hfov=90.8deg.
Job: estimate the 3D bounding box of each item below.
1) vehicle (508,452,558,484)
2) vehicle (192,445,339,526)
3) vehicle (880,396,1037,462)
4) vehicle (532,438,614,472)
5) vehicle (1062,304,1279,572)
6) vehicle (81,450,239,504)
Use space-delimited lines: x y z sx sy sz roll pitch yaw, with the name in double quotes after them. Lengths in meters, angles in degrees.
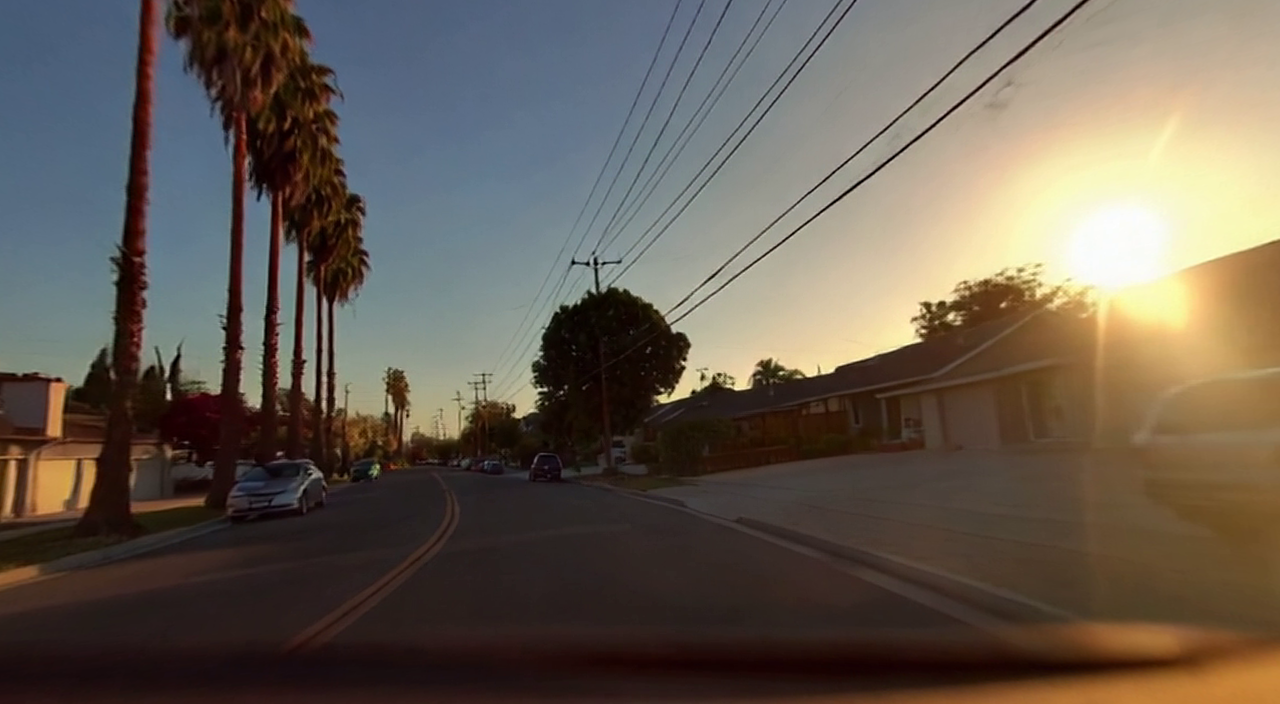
-5.625 5.980 32.919 1.870 1.490 3.802 3 -9 -20 "vehicle"
-10.057 3.600 17.472 2.410 1.790 4.699 0 -10 -17 "vehicle"
11.507 2.817 22.904 4.795 2.190 2.305 3 -9 -20 "vehicle"
-5.160 7.808 48.047 5.900 2.328 2.603 1 -8 -13 "vehicle"
7.334 0.817 5.977 5.102 2.040 2.472 1 -8 -10 "vehicle"
-17.627 4.576 23.426 4.060 1.843 1.979 2 -9 -11 "vehicle"
